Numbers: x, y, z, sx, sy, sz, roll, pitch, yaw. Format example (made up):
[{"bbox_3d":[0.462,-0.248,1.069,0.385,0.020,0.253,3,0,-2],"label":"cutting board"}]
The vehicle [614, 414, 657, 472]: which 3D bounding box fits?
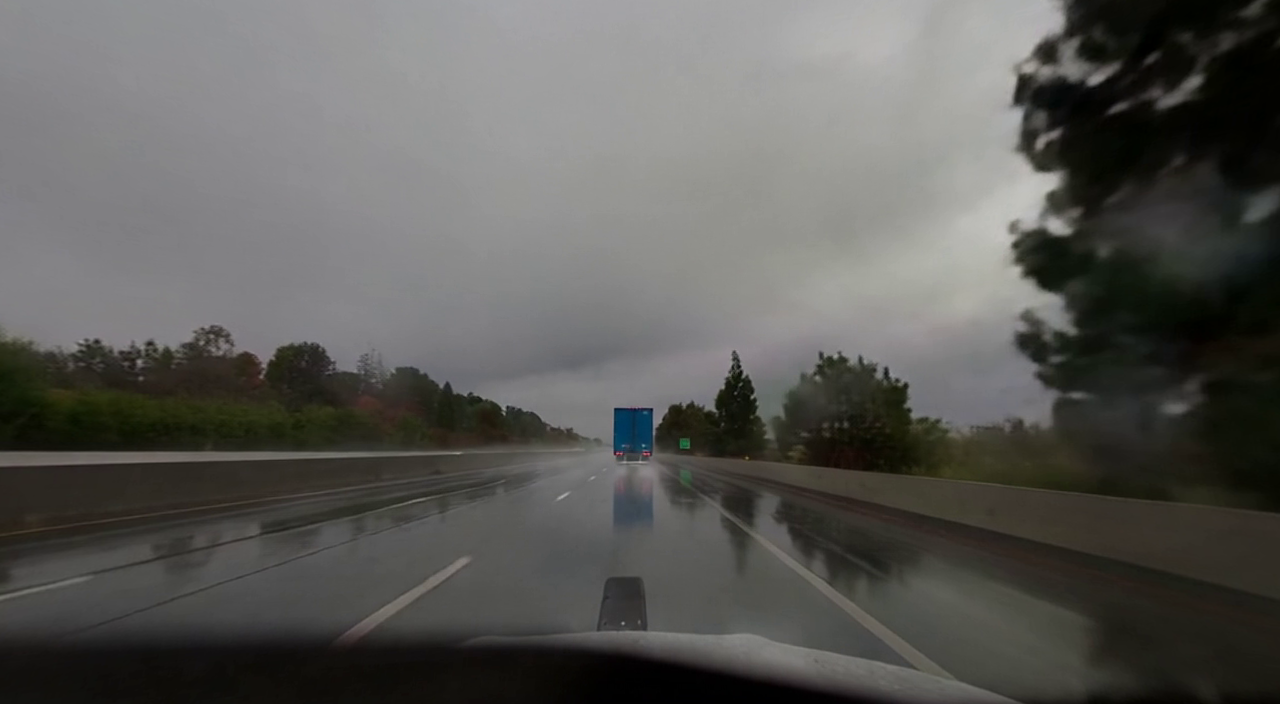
[{"bbox_3d":[-0.411,7.099,48.951,2.982,3.947,11.075,0,-9,-1],"label":"vehicle"}]
